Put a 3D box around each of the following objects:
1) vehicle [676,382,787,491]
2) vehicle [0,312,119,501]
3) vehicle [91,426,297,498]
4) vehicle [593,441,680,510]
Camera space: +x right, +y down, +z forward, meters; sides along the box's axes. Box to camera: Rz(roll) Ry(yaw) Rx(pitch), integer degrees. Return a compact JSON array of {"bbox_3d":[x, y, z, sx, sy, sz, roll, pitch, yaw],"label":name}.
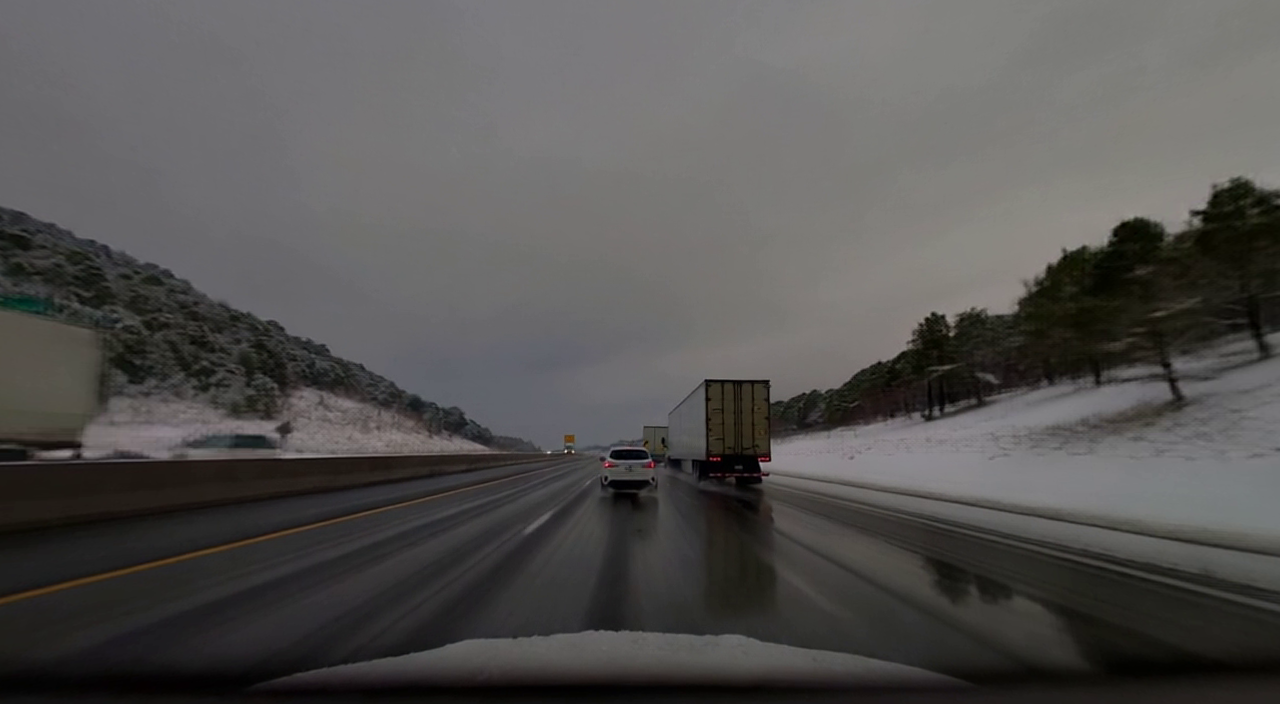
[{"bbox_3d":[3.801,4.210,30.520,2.812,4.024,14.098,0,-9,-2],"label":"vehicle"},{"bbox_3d":[-15.228,0.469,9.118,2.920,4.044,14.872,0,-9,-1],"label":"vehicle"},{"bbox_3d":[-11.684,2.927,17.090,2.105,1.656,4.746,0,-9,0],"label":"vehicle"},{"bbox_3d":[-0.116,3.284,17.204,2.109,1.639,3.768,0,-9,-1],"label":"vehicle"}]
